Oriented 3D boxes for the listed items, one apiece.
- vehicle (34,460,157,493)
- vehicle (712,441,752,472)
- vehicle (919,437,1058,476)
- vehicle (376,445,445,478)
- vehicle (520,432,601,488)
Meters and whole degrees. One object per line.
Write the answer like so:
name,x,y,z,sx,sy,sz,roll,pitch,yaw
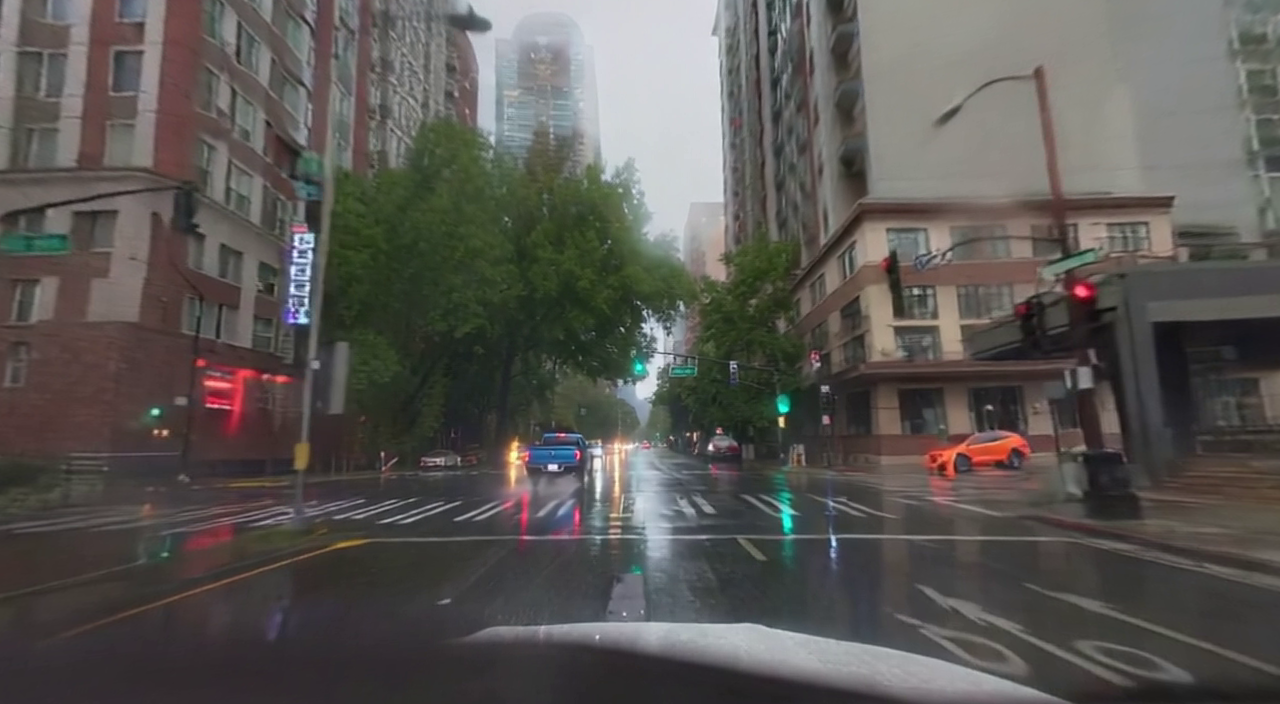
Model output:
vehicle,-24.469,5.598,28.424,3.897,1.388,1.671,0,-9,-1
vehicle,5.966,6.839,41.442,2.001,1.861,4.536,0,-9,1
vehicle,13.980,4.198,25.497,4.447,1.484,1.928,-1,-9,2
vehicle,-16.110,7.674,44.659,2.339,1.962,6.260,-3,-8,2
vehicle,-2.728,3.900,23.045,2.197,1.786,5.365,0,-9,1
